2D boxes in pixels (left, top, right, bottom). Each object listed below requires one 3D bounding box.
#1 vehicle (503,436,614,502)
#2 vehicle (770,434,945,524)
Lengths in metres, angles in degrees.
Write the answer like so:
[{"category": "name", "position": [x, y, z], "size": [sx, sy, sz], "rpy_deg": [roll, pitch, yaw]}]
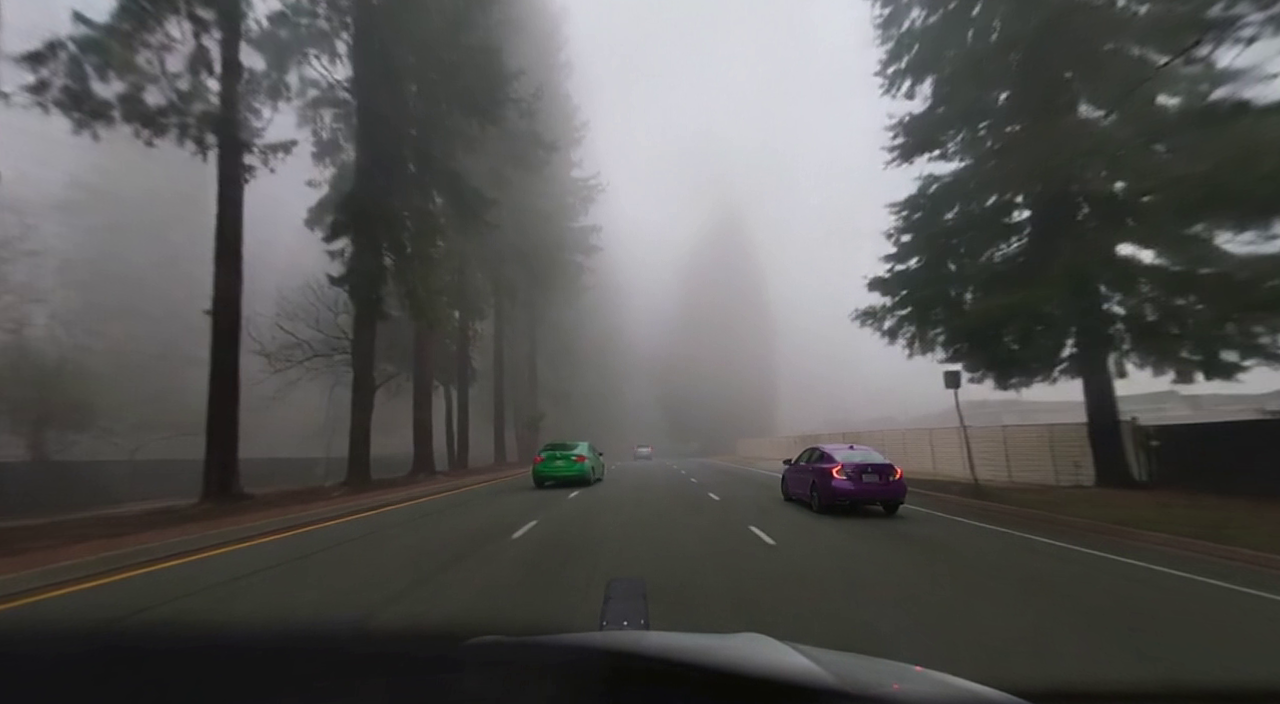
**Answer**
[{"category": "vehicle", "position": [-2.066, 3.154, 17.555], "size": [2.206, 1.525, 4.695], "rpy_deg": [-2, -8, 3]}, {"category": "vehicle", "position": [4.151, 2.470, 12.948], "size": [1.943, 1.471, 4.515], "rpy_deg": [-1, -8, 0]}]
